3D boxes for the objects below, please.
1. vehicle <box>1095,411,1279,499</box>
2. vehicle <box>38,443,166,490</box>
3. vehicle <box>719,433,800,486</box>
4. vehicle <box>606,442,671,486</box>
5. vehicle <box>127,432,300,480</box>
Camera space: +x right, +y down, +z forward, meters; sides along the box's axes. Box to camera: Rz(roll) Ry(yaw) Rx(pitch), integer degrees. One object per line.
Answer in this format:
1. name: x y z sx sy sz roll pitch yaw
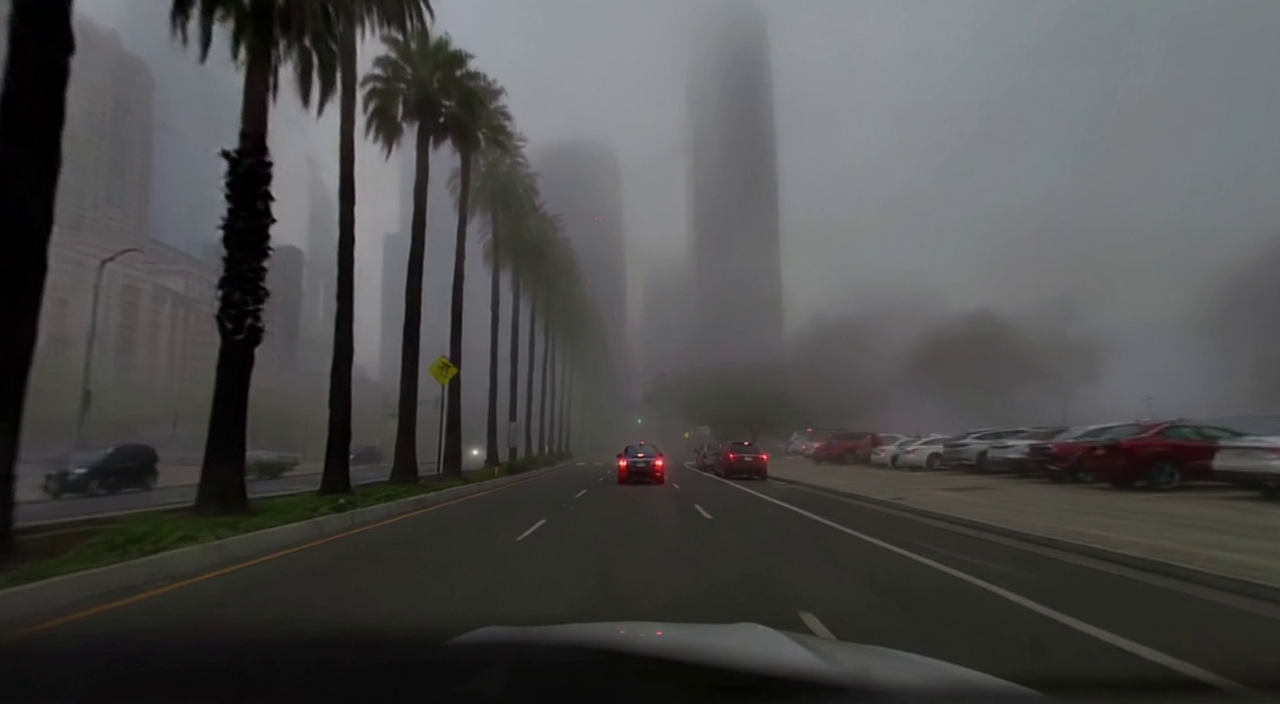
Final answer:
1. vehicle: 12.690 2.140 13.200 4.556 1.657 2.242 0 -8 -3
2. vehicle: -26.432 5.646 31.230 2.277 2.133 4.869 1 -10 -6
3. vehicle: 4.380 4.033 23.998 2.136 1.774 4.778 0 -8 0
4. vehicle: -0.050 4.158 23.748 2.235 1.528 3.876 0 -8 0
5. vehicle: -30.636 7.571 46.553 3.081 3.048 13.223 0 -8 3
